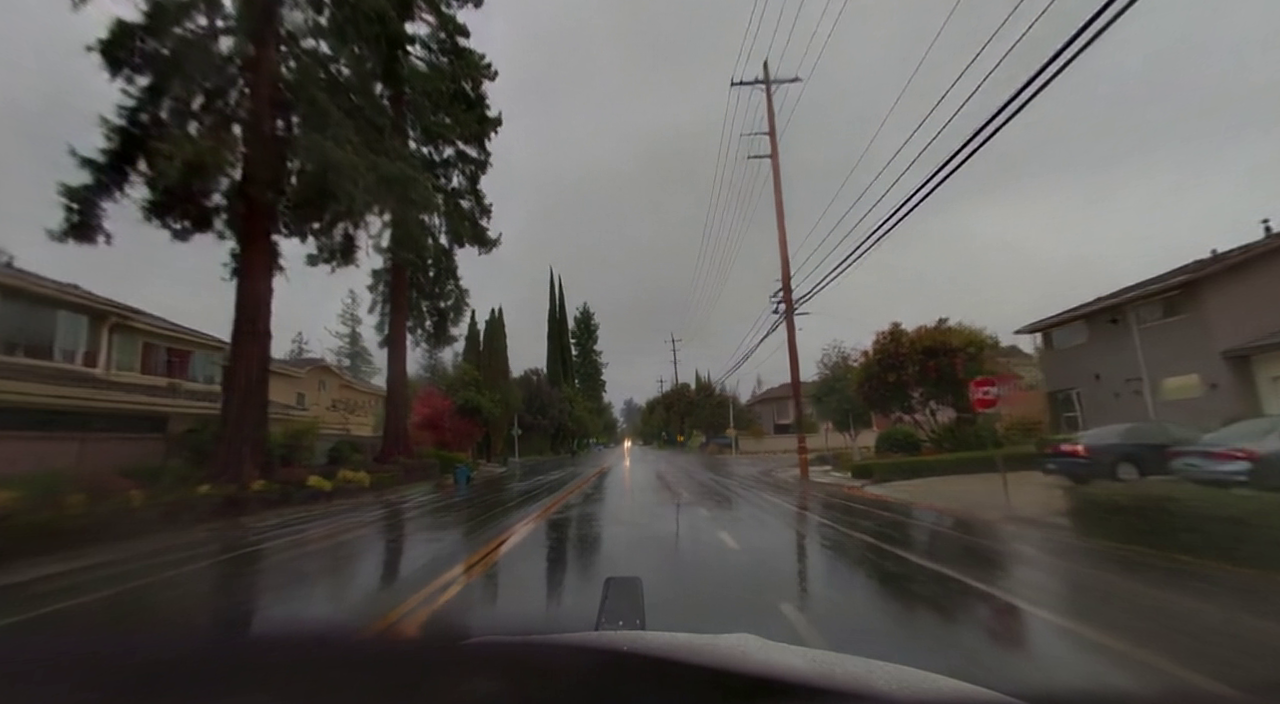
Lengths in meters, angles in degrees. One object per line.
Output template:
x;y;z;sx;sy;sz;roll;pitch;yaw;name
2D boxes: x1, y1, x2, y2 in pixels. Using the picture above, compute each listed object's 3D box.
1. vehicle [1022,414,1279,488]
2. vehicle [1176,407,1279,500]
12.058;2.328;15.055;4.643;1.613;1.982;0;-8;-4;vehicle
12.684;1.772;11.150;4.650;1.484;1.929;0;-8;-1;vehicle
